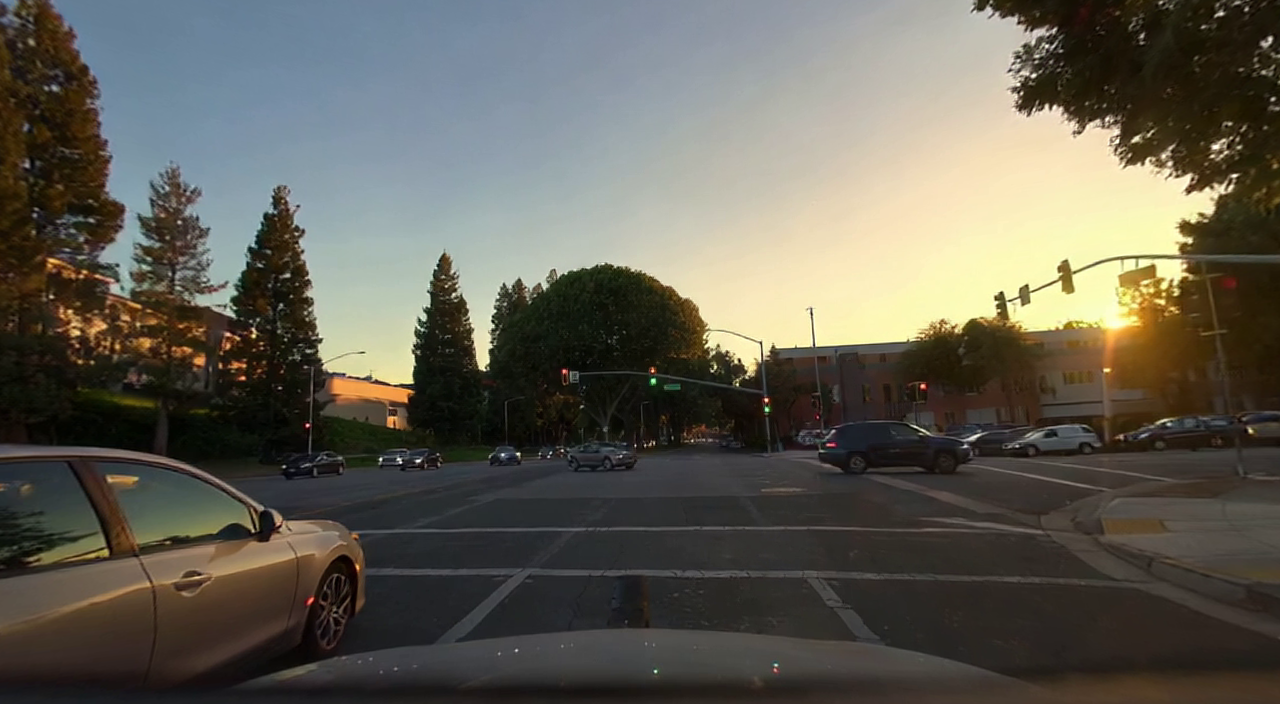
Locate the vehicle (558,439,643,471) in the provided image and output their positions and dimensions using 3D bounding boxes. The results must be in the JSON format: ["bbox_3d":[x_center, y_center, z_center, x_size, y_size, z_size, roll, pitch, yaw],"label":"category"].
[{"bbox_3d":[-2.050,5.155,31.788,1.986,1.478,4.180,8,-12,-44],"label":"vehicle"}]

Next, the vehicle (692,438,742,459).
[{"bbox_3d":[5.814,7.412,48.299,1.868,1.495,4.467,3,-9,-21],"label":"vehicle"}]

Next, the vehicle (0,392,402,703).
[{"bbox_3d":[-2.952,0.986,2.713,1.924,1.482,4.734,0,-8,1],"label":"vehicle"}]

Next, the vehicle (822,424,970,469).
[{"bbox_3d":[10.156,3.814,25.422,5.268,1.687,1.942,-3,-9,18],"label":"vehicle"}]

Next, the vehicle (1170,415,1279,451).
[{"bbox_3d":[26.858,3.657,28.403,4.240,1.540,1.944,0,-9,-4],"label":"vehicle"}]

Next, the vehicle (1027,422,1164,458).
[{"bbox_3d":[19.946,3.866,27.737,4.552,1.492,2.002,0,-9,-4],"label":"vehicle"}]

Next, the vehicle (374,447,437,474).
[{"bbox_3d":[-14.161,6.554,38.329,1.920,1.489,4.415,-1,-8,3],"label":"vehicle"}]

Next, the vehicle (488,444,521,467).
[{"bbox_3d":[-9.088,6.955,42.525,1.841,1.450,4.364,1,-9,-8],"label":"vehicle"}]
